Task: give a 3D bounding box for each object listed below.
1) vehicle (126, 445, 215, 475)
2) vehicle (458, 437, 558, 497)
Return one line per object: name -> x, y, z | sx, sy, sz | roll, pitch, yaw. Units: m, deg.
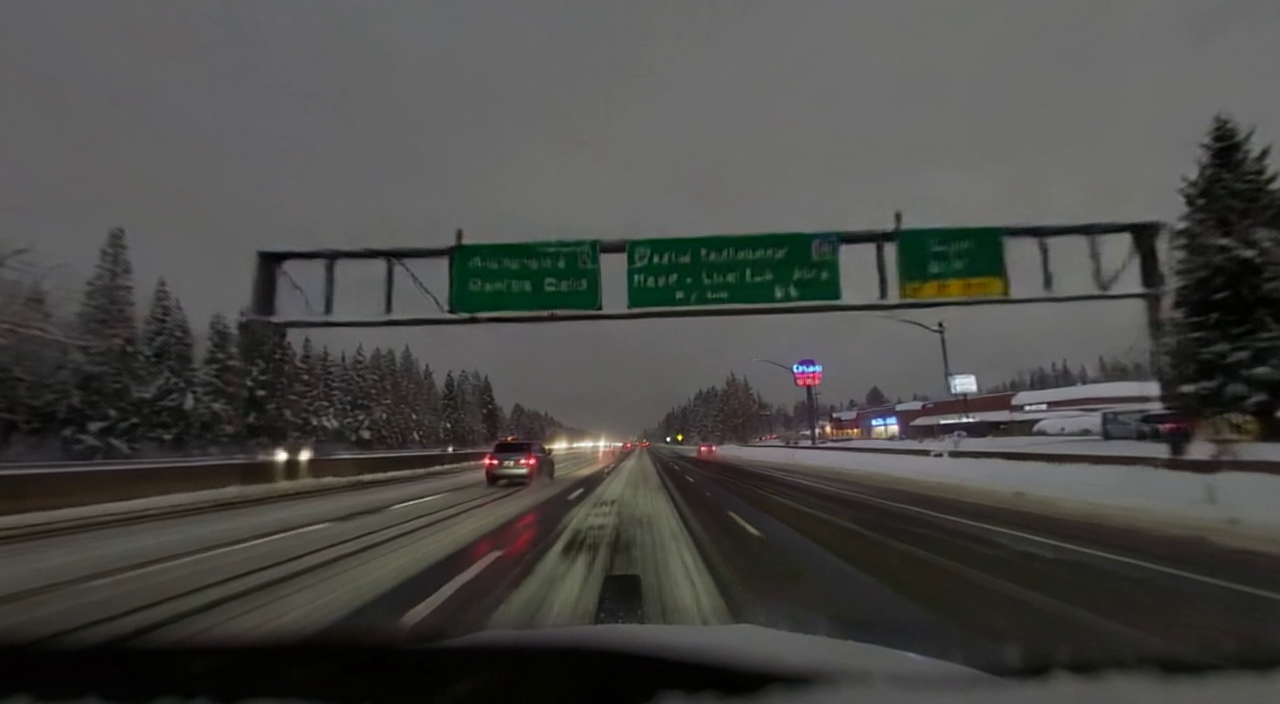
vehicle -> -23.388, 5.364, 31.610 | 1.817, 1.393, 3.398 | 0, -8, 0
vehicle -> -3.666, 3.275, 18.387 | 1.939, 1.508, 4.272 | 0, -8, 1
